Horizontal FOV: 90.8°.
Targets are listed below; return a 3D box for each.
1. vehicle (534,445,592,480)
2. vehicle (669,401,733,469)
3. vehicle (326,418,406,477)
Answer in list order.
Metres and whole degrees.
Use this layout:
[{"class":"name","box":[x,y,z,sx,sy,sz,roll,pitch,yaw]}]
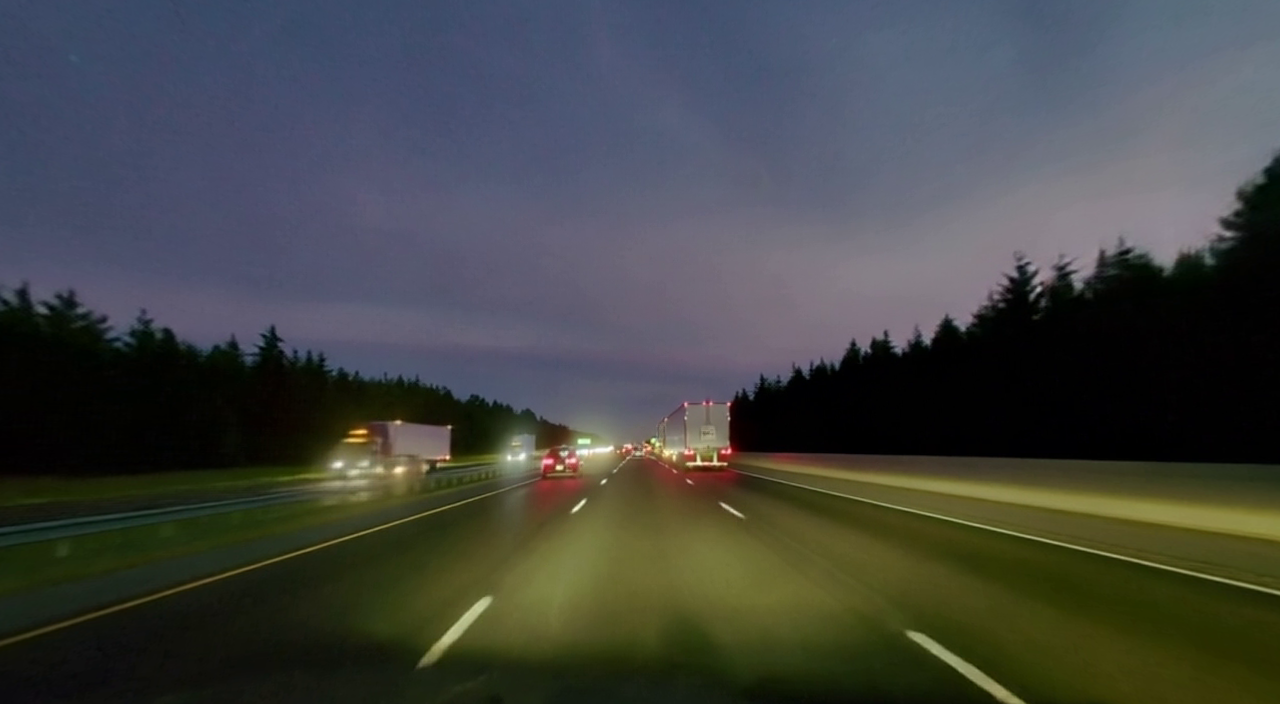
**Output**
[{"class":"vehicle","box":[-3.414,5.001,28.783,2.121,1.445,4.651,0,-9,-1]},{"class":"vehicle","box":[3.953,6.082,44.896,2.974,4.083,14.389,0,-9,-1]},{"class":"vehicle","box":[-19.386,6.834,45.112,2.990,3.854,5.965,0,-9,-1]}]
